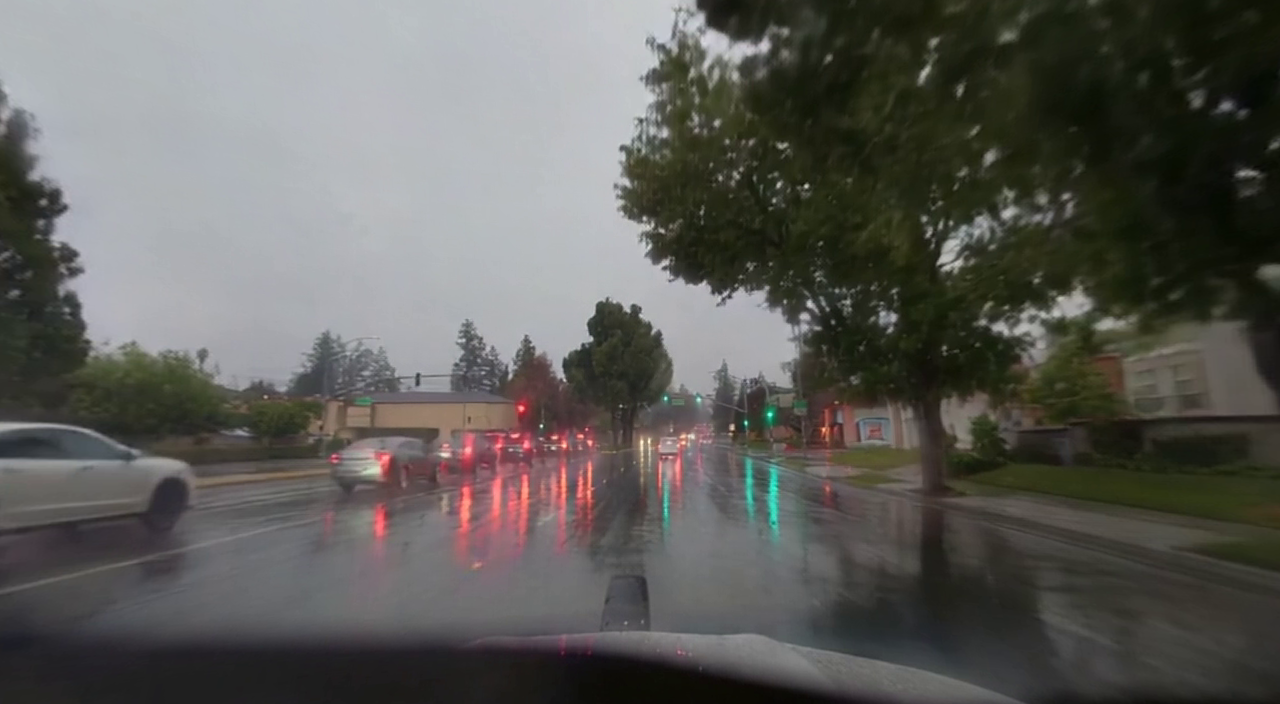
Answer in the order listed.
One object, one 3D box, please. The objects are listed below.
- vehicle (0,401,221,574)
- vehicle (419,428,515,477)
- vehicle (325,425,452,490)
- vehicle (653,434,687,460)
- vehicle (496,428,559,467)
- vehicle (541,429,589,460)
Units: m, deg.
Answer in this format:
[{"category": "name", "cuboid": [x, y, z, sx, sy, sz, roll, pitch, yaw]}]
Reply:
[{"category": "vehicle", "cuboid": [-6.933, 1.362, 6.597, 1.988, 1.597, 4.404, 0, -8, 1]}, {"category": "vehicle", "cuboid": [-6.399, 3.796, 23.982, 2.121, 1.630, 4.642, 0, -8, 3]}, {"category": "vehicle", "cuboid": [-6.911, 2.939, 17.787, 1.870, 1.616, 3.765, 0, -8, 3]}, {"category": "vehicle", "cuboid": [2.140, 6.560, 43.743, 2.197, 1.682, 3.642, 0, -8, 5]}, {"category": "vehicle", "cuboid": [-5.668, 4.904, 32.494, 1.951, 1.809, 4.917, 0, -8, 5]}, {"category": "vehicle", "cuboid": [-4.853, 6.117, 41.618, 2.111, 1.864, 4.932, 0, -8, 5]}]
